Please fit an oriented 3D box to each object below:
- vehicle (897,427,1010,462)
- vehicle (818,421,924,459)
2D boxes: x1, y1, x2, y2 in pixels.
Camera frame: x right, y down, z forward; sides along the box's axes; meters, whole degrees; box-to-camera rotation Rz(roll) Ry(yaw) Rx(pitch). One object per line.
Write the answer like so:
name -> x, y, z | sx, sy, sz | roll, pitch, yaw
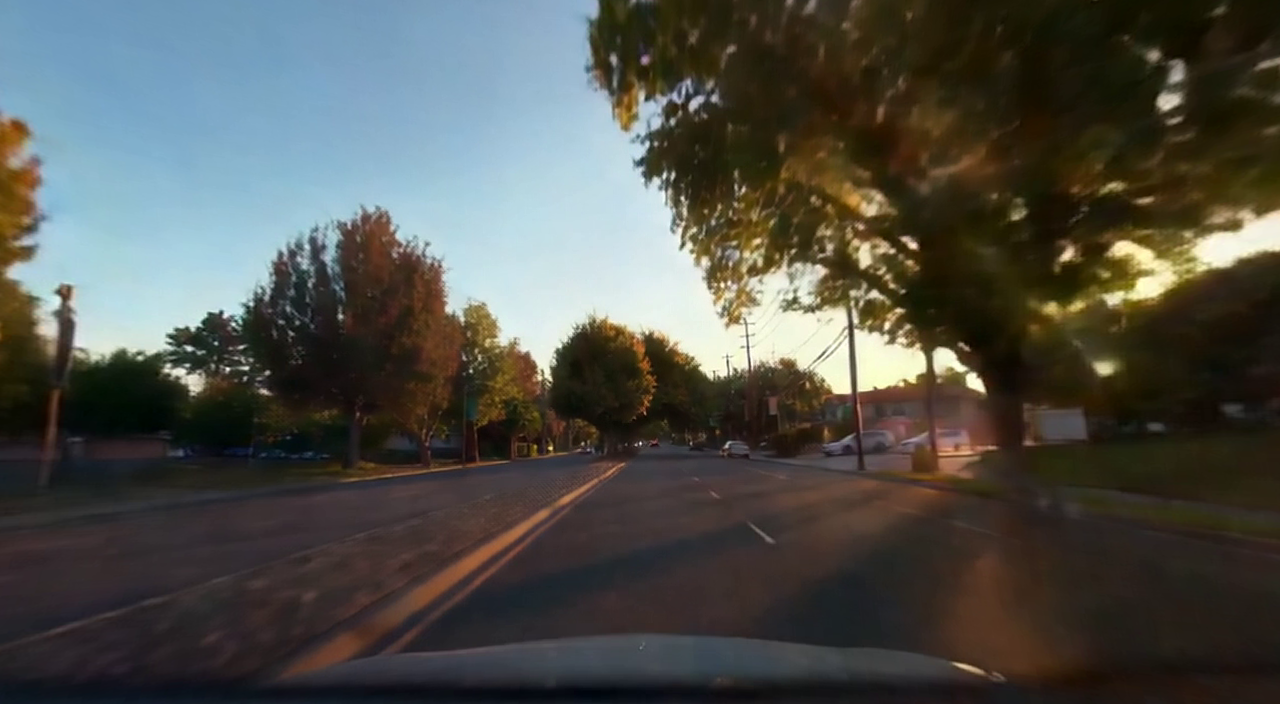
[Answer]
vehicle -> 15.198, 4.527, 30.716 | 4.455, 1.588, 1.858 | 1, -9, -2
vehicle -> 14.890, 5.699, 40.934 | 5.886, 2.000, 2.372 | -4, -8, 5
